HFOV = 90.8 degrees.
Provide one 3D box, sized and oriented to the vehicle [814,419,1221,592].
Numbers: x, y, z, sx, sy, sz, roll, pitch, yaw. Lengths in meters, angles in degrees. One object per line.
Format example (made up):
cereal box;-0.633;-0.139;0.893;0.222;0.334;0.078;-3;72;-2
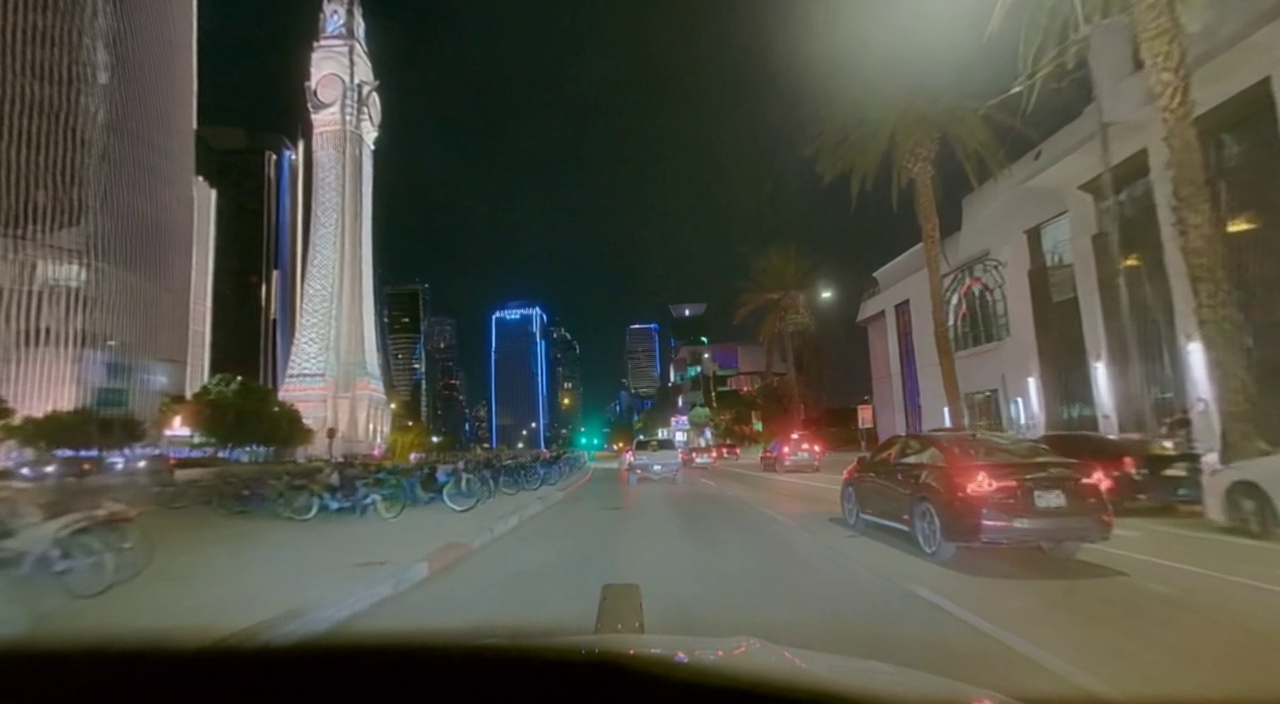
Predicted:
vehicle;4.018;1.707;8.009;2.116;1.500;4.702;0;-8;-2

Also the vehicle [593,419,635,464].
vehicle;-1.919;6.263;44.133;2.400;2.872;6.053;1;-9;-7

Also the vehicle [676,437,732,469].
vehicle;3.318;5.339;33.554;1.981;1.572;4.718;1;-9;-6

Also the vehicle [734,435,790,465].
vehicle;7.310;5.919;38.255;2.067;1.641;4.569;1;-9;-6

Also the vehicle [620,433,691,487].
vehicle;0.406;3.526;20.945;2.111;1.605;3.832;0;-8;-2
